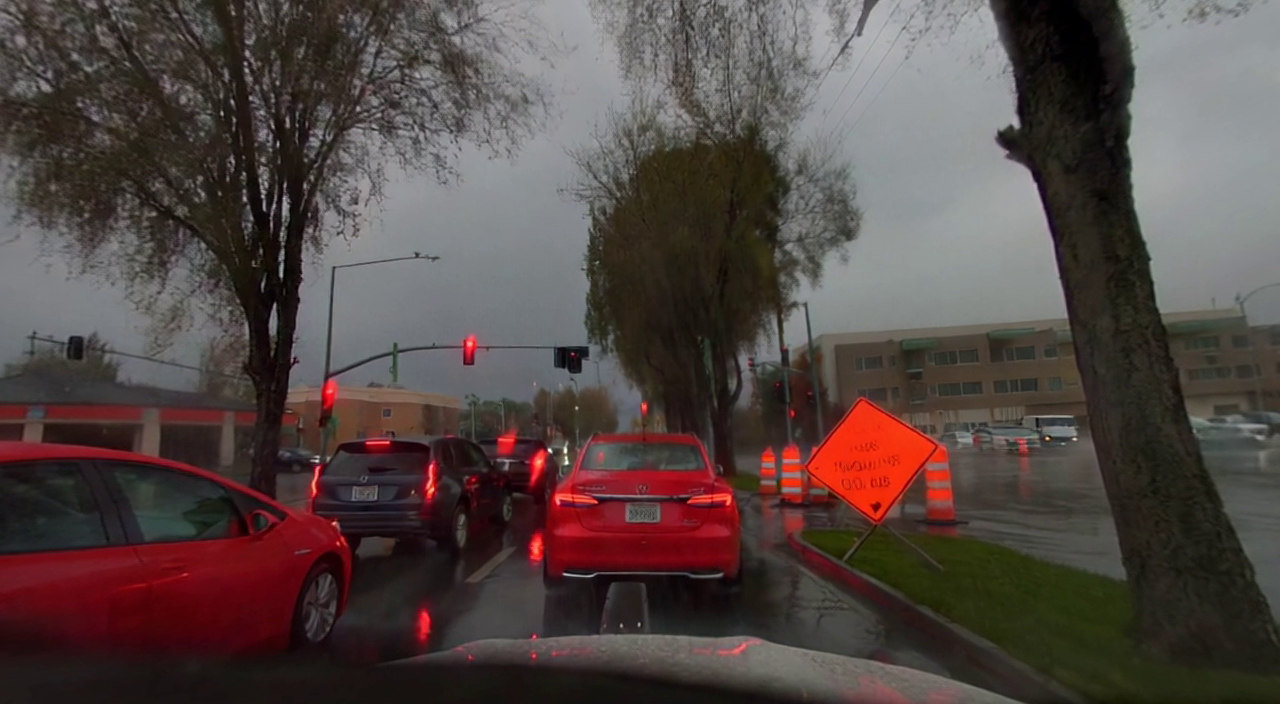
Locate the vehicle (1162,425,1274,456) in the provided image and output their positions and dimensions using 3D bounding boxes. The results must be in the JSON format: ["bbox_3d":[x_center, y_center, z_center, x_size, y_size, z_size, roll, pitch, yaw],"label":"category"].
[{"bbox_3d":[37.408,5.762,40.857,5.082,1.907,2.115,0,-9,1],"label":"vehicle"}]

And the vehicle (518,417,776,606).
[{"bbox_3d":[0.102,1.623,7.213,2.167,1.560,3.676,0,-9,1],"label":"vehicle"}]

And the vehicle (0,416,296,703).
[{"bbox_3d":[-3.587,0.947,2.152,2.064,1.497,4.722,0,-9,1],"label":"vehicle"}]

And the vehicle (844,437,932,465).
[{"bbox_3d":[15.986,6.400,40.715,4.827,1.729,1.986,0,-9,1],"label":"vehicle"}]

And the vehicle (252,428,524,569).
[{"bbox_3d":[-3.277,1.996,9.452,1.989,1.541,4.626,0,-9,2],"label":"vehicle"}]
